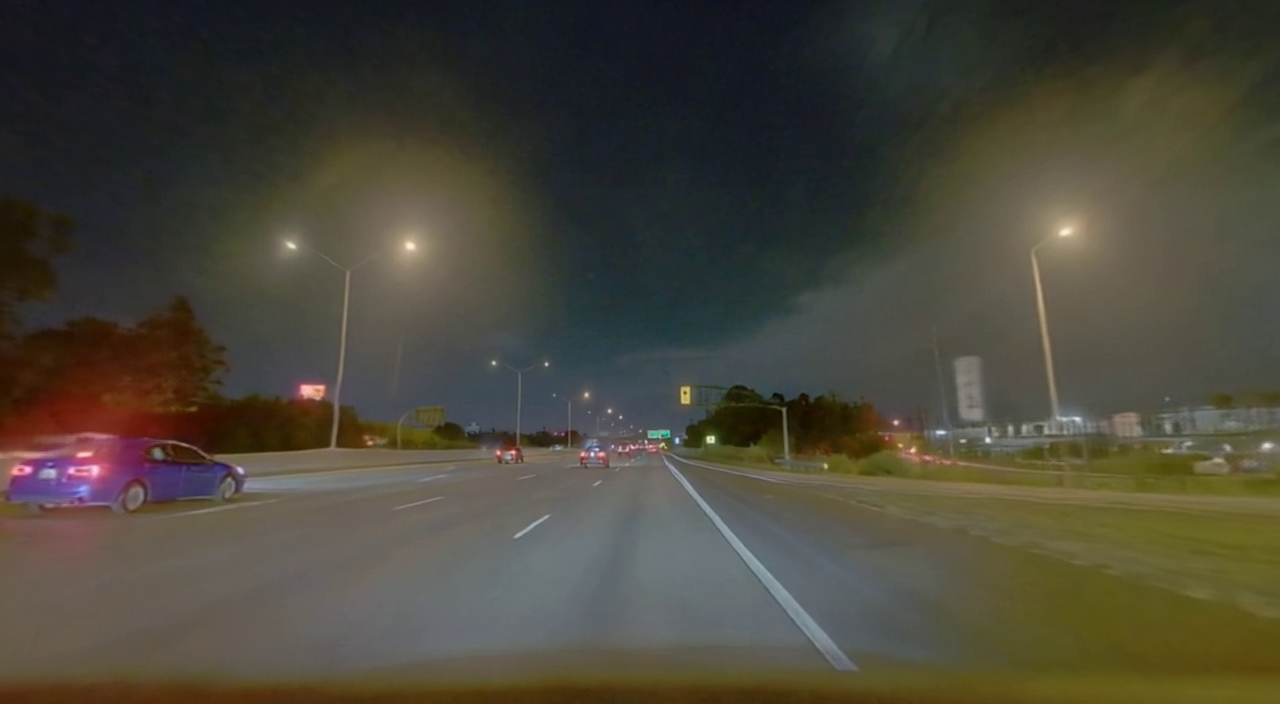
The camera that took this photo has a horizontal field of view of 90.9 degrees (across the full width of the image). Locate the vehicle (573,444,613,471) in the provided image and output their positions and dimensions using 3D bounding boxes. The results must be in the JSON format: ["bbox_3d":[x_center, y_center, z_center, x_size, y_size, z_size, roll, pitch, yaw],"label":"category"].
[{"bbox_3d":[-2.828,6.400,38.531,2.050,1.479,4.342,0,-8,1],"label":"vehicle"}]

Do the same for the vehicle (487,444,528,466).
[{"bbox_3d":[-9.340,7.296,44.798,1.930,1.490,3.955,0,-8,2],"label":"vehicle"}]

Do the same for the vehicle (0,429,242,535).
[{"bbox_3d":[-9.966,2.245,11.623,2.002,1.526,4.822,0,-8,2],"label":"vehicle"}]
